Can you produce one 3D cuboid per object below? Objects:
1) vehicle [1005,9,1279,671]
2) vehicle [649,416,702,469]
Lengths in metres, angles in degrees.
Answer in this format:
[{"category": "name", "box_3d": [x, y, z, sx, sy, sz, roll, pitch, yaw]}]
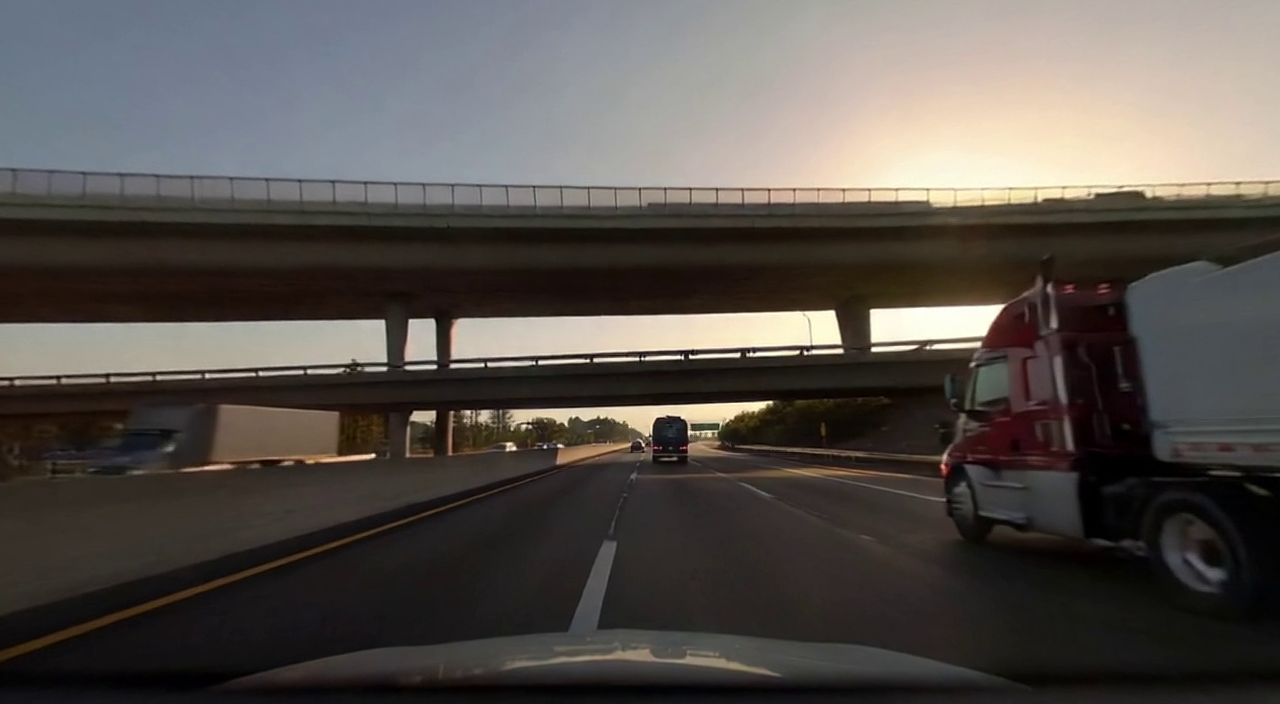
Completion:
[{"category": "vehicle", "box_3d": [5.370, -0.461, 1.123, 2.997, 3.983, 10.860, 1, -8, 0]}, {"category": "vehicle", "box_3d": [1.827, 4.971, 34.622, 2.481, 2.618, 6.314, 0, -8, 0]}]
